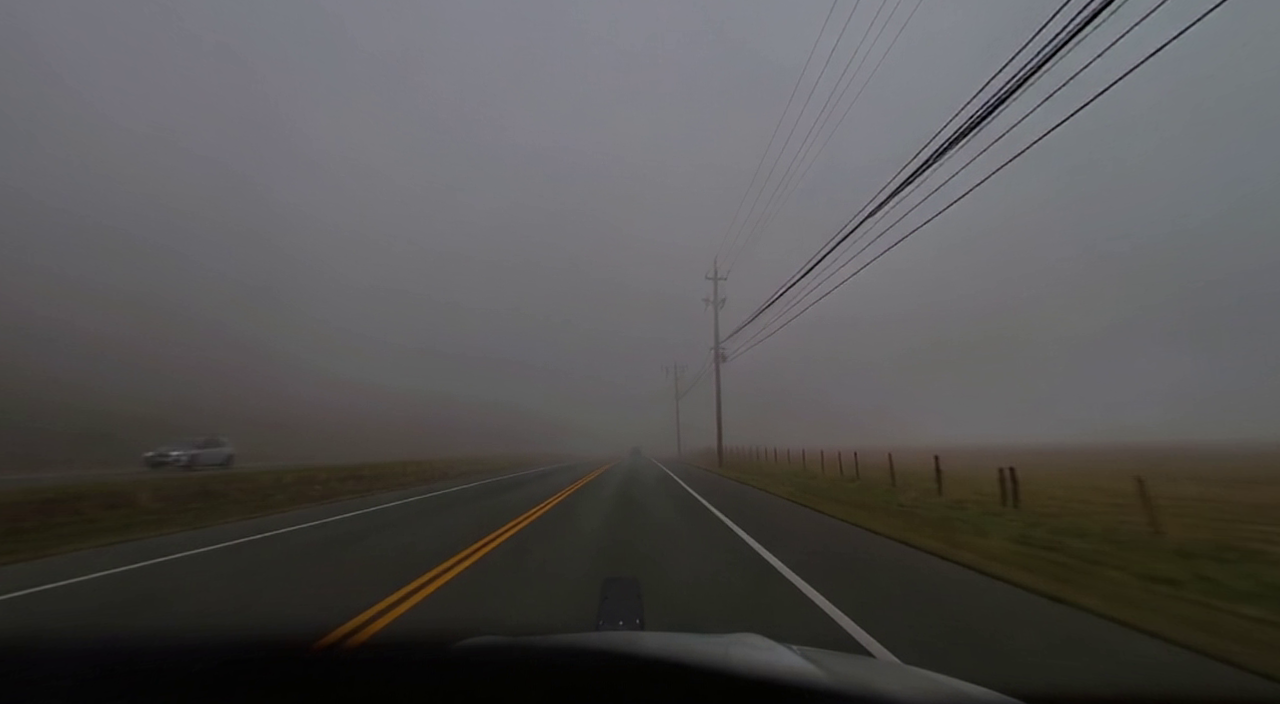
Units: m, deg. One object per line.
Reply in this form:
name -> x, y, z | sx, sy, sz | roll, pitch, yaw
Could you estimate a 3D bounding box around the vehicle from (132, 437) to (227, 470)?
vehicle -> -25.139, 5.565, 34.617 | 1.895, 1.642, 4.415 | 0, -9, 0
